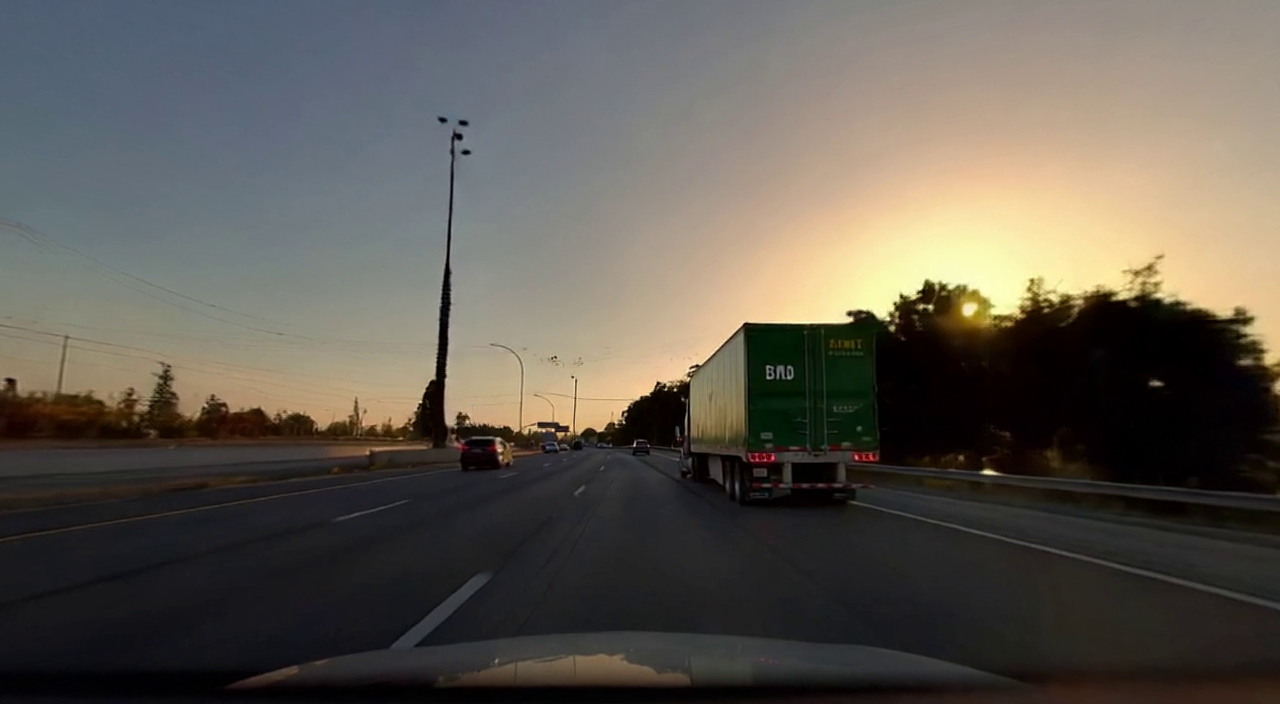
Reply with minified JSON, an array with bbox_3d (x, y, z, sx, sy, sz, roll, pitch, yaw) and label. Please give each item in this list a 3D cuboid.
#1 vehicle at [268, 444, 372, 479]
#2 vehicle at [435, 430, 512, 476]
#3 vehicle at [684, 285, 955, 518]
[{"bbox_3d":[-14.000,4.795,28.040,2.067,1.398,4.863,0,-8,0],"label":"vehicle"},{"bbox_3d":[-7.451,4.580,28.885,2.100,1.905,5.119,0,-8,0],"label":"vehicle"},{"bbox_3d":[3.524,1.885,18.191,2.891,3.944,15.051,0,-8,-2],"label":"vehicle"}]
